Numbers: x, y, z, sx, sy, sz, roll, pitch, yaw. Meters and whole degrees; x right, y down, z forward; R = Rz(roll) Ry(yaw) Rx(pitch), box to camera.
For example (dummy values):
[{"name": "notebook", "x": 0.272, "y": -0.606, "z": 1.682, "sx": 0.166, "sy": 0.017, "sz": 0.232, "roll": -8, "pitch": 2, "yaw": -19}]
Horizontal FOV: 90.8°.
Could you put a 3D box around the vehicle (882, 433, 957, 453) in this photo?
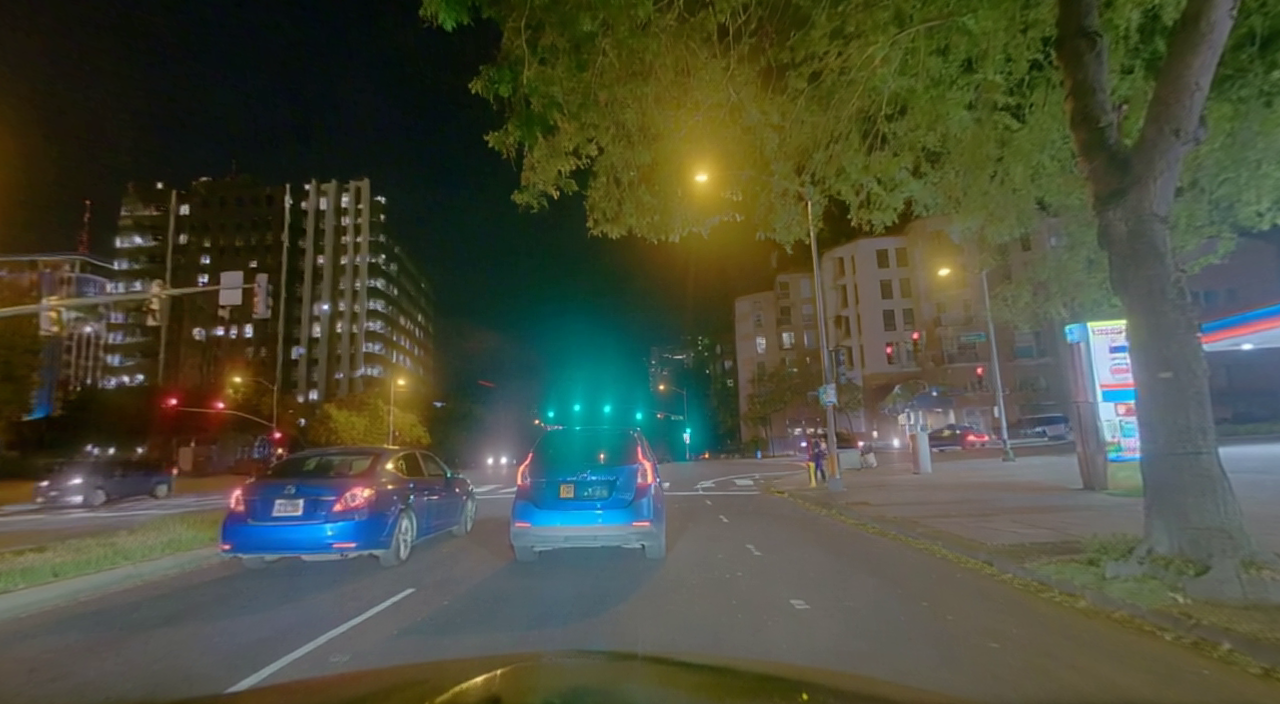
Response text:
[{"name": "vehicle", "x": 20.734, "y": 6.765, "z": 46.979, "sx": 4.700, "sy": 1.417, "sz": 1.789, "roll": 0, "pitch": -8, "yaw": 1}]

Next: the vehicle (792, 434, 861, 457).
[{"name": "vehicle", "x": 13.888, "y": 6.992, "z": 47.265, "sx": 4.524, "sy": 1.681, "sz": 1.823, "roll": 0, "pitch": -8, "yaw": -1}]

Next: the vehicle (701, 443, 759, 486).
[{"name": "vehicle", "x": 3.396, "y": 4.200, "z": 23.997, "sx": 1.976, "sy": 1.462, "sz": 4.342, "roll": -1, "pitch": -8, "yaw": 8}]

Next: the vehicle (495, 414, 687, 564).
[{"name": "vehicle", "x": -0.579, "y": 1.896, "z": 9.498, "sx": 2.210, "sy": 1.722, "sz": 4.215, "roll": 0, "pitch": -8, "yaw": 0}]

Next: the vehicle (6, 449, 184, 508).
[{"name": "vehicle", "x": -18.385, "y": 4.218, "z": 21.678, "sx": 2.029, "sy": 1.748, "sz": 4.518, "roll": 0, "pitch": -8, "yaw": 0}]

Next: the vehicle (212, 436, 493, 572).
[{"name": "vehicle", "x": -3.706, "y": 2.012, "z": 9.220, "sx": 2.003, "sy": 1.492, "sz": 4.291, "roll": 0, "pitch": -8, "yaw": 1}]
